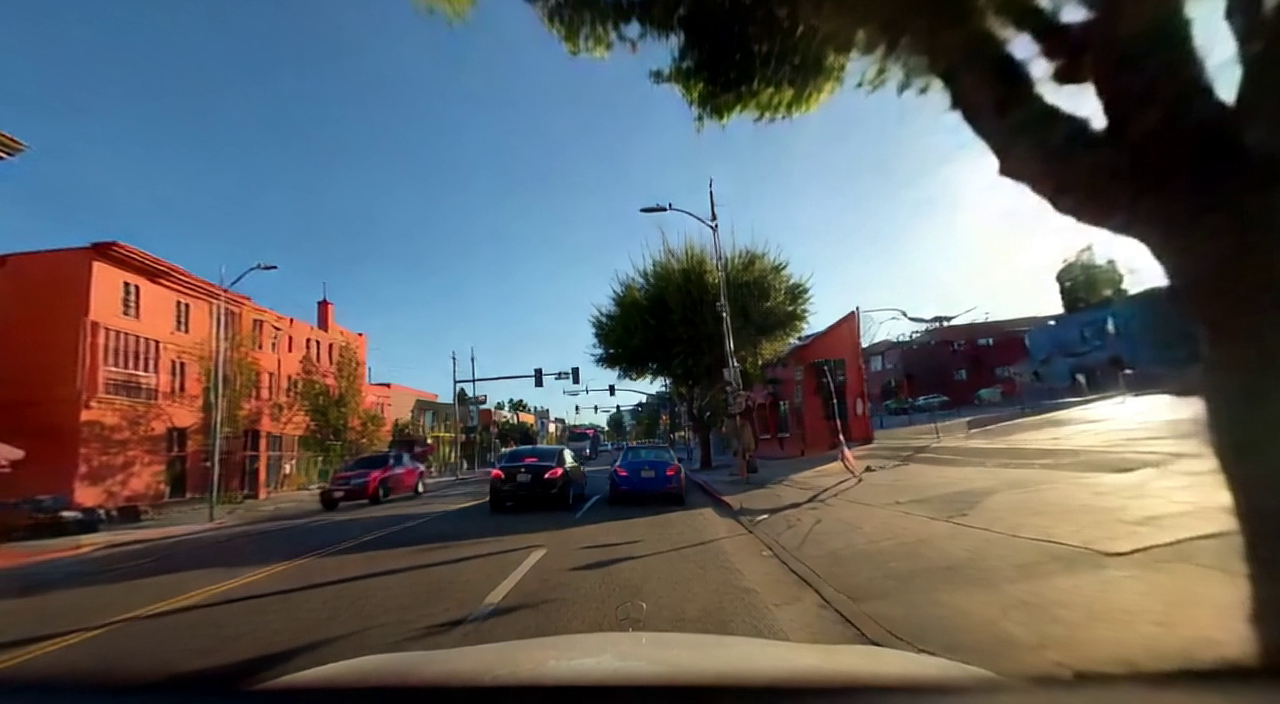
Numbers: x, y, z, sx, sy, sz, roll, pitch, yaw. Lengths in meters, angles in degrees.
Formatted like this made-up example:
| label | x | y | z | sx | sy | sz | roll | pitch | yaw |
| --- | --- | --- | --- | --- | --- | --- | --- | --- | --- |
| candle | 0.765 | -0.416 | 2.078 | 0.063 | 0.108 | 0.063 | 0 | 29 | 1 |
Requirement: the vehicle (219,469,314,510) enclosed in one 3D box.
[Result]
| label | x | y | z | sx | sy | sz | roll | pitch | yaw |
| --- | --- | --- | --- | --- | --- | --- | --- | --- | --- |
| vehicle | -17.280 | 6.277 | 29.081 | 4.584 | 1.504 | 2.124 | -6 | -10 | 38 |

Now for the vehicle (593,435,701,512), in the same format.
| label | x | y | z | sx | sy | sz | roll | pitch | yaw |
| --- | --- | --- | --- | --- | --- | --- | --- | --- | --- |
| vehicle | 0.153 | 2.658 | 14.252 | 2.094 | 1.478 | 3.922 | 0 | -8 | 0 |

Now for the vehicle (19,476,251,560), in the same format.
| label | x | y | z | sx | sy | sz | roll | pitch | yaw |
| --- | --- | --- | --- | --- | --- | --- | --- | --- | --- |
| vehicle | -11.728 | 3.833 | 15.164 | 1.861 | 1.476 | 4.479 | 0 | -9 | 0 |

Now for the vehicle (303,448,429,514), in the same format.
| label | x | y | z | sx | sy | sz | roll | pitch | yaw |
| --- | --- | --- | --- | --- | --- | --- | --- | --- | --- |
| vehicle | -8.388 | 3.927 | 19.808 | 1.931 | 1.803 | 4.420 | 0 | -8 | 0 |

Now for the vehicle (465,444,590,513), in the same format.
| label | x | y | z | sx | sy | sz | roll | pitch | yaw |
| --- | --- | --- | --- | --- | --- | --- | --- | --- | --- |
| vehicle | -2.538 | 2.998 | 15.611 | 2.099 | 1.424 | 4.843 | 0 | -8 | 1 |
